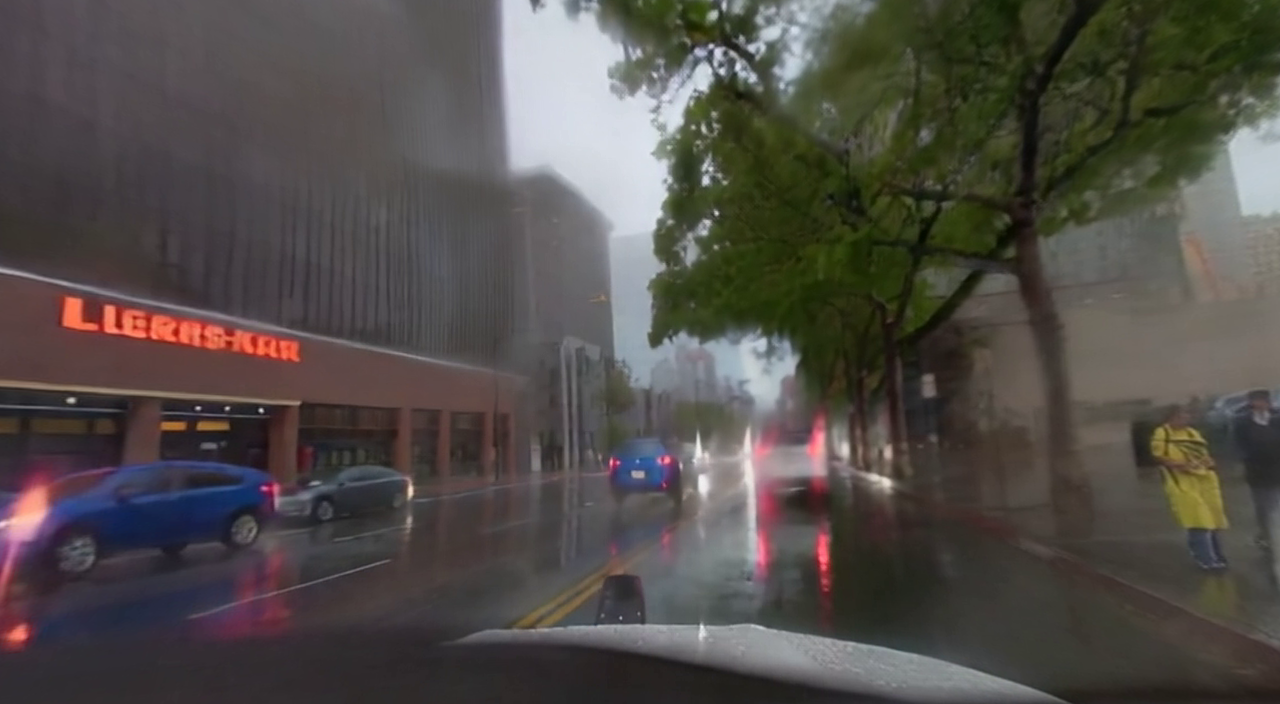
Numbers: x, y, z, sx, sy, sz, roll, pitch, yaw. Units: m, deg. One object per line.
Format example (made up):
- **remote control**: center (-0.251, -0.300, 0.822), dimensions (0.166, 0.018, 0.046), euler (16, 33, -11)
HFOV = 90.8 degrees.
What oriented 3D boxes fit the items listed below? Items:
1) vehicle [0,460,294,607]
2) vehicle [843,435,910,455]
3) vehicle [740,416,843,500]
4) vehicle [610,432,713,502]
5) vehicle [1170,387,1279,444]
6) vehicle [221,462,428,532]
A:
- **vehicle**: center (-7.432, 2.326, 8.915), dimensions (1.857, 1.507, 4.504), euler (-2, -9, 13)
- **vehicle**: center (17.809, 7.049, 47.721), dimensions (4.426, 1.490, 1.862), euler (-1, -9, 8)
- **vehicle**: center (4.156, 2.913, 17.583), dimensions (2.352, 1.953, 4.796), euler (-2, -9, 12)
- **vehicle**: center (0.745, 3.176, 17.755), dimensions (2.023, 1.702, 4.152), euler (-2, -9, 14)
- **vehicle**: center (16.809, 1.683, 16.413), dimensions (4.189, 1.395, 1.725), euler (-2, -9, 13)
- **vehicle**: center (-8.405, 3.881, 17.631), dimensions (2.103, 1.514, 5.374), euler (-2, -9, 14)
